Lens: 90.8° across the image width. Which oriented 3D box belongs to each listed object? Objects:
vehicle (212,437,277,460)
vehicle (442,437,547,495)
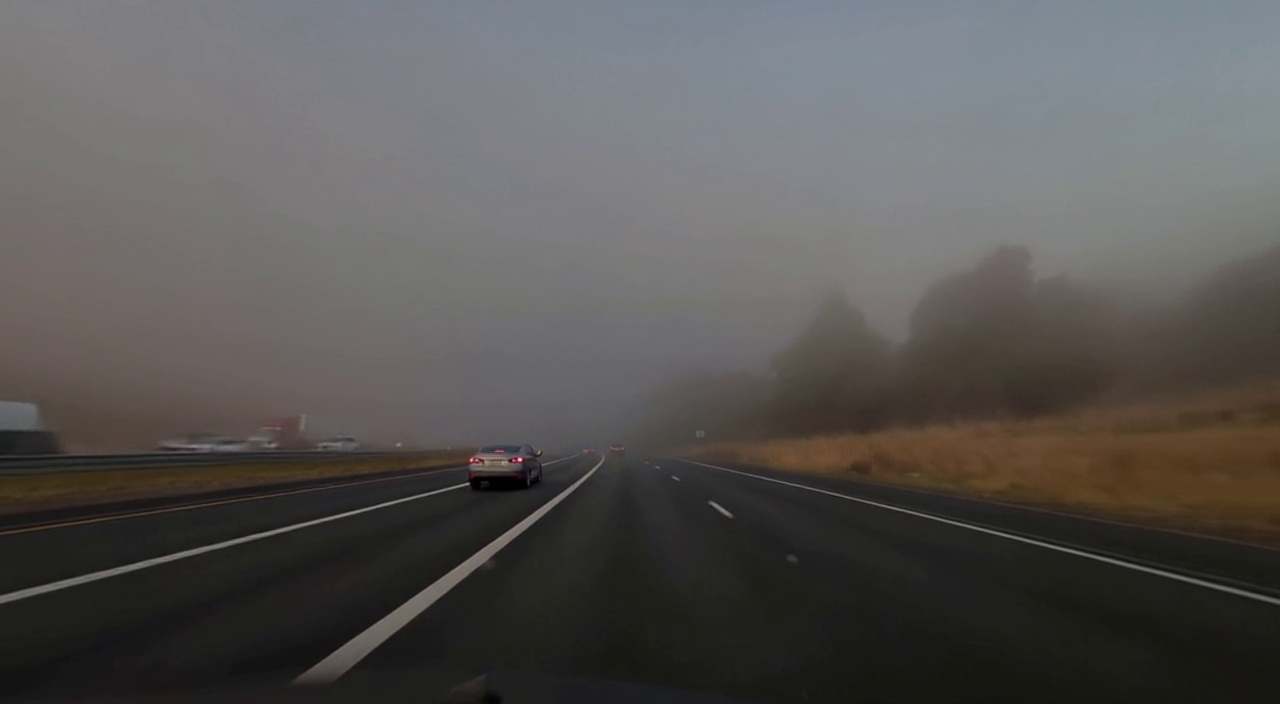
[{"bbox_3d":[-29.613,7.231,47.487,2.001,1.637,4.585,0,-9,-2],"label":"vehicle"},{"bbox_3d":[-4.204,3.362,19.067,2.073,1.516,4.478,0,-9,0],"label":"vehicle"}]
